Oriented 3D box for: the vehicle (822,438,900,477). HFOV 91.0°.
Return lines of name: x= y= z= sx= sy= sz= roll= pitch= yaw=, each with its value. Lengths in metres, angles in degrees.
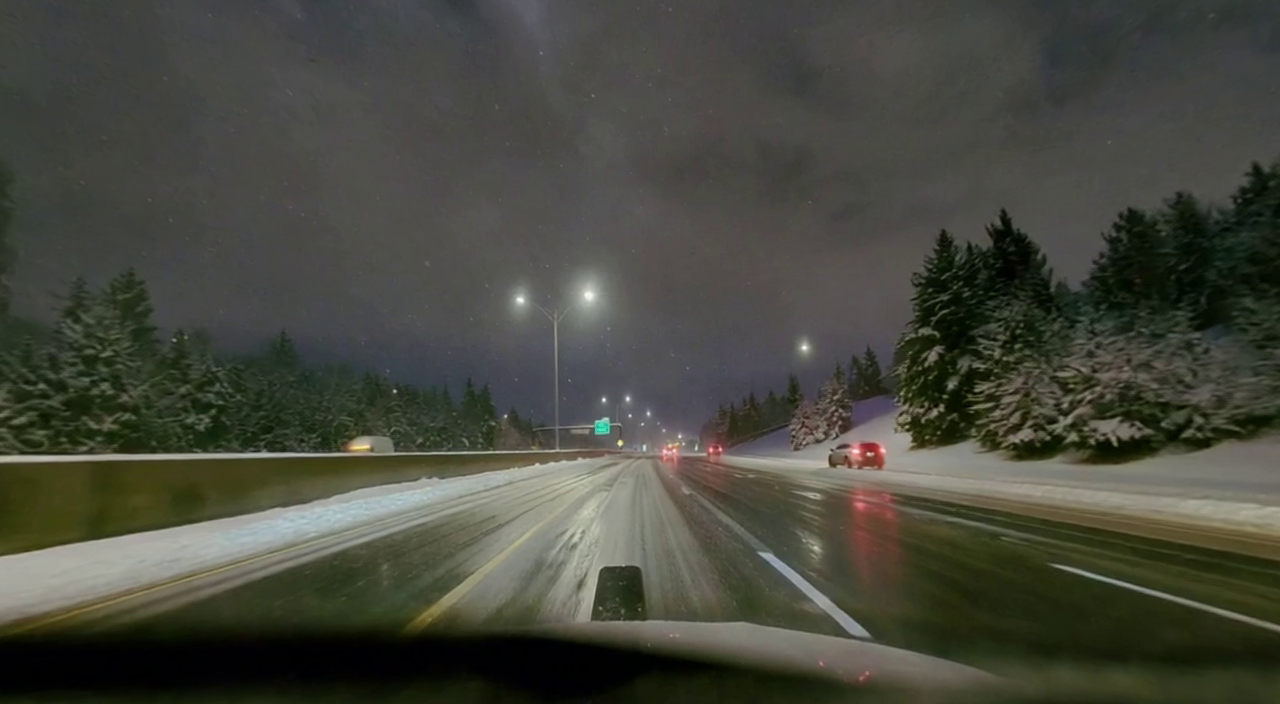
vehicle: x=10.718 y=5.152 z=30.924 sx=2.167 sy=1.781 sz=4.340 roll=0 pitch=-9 yaw=-1
